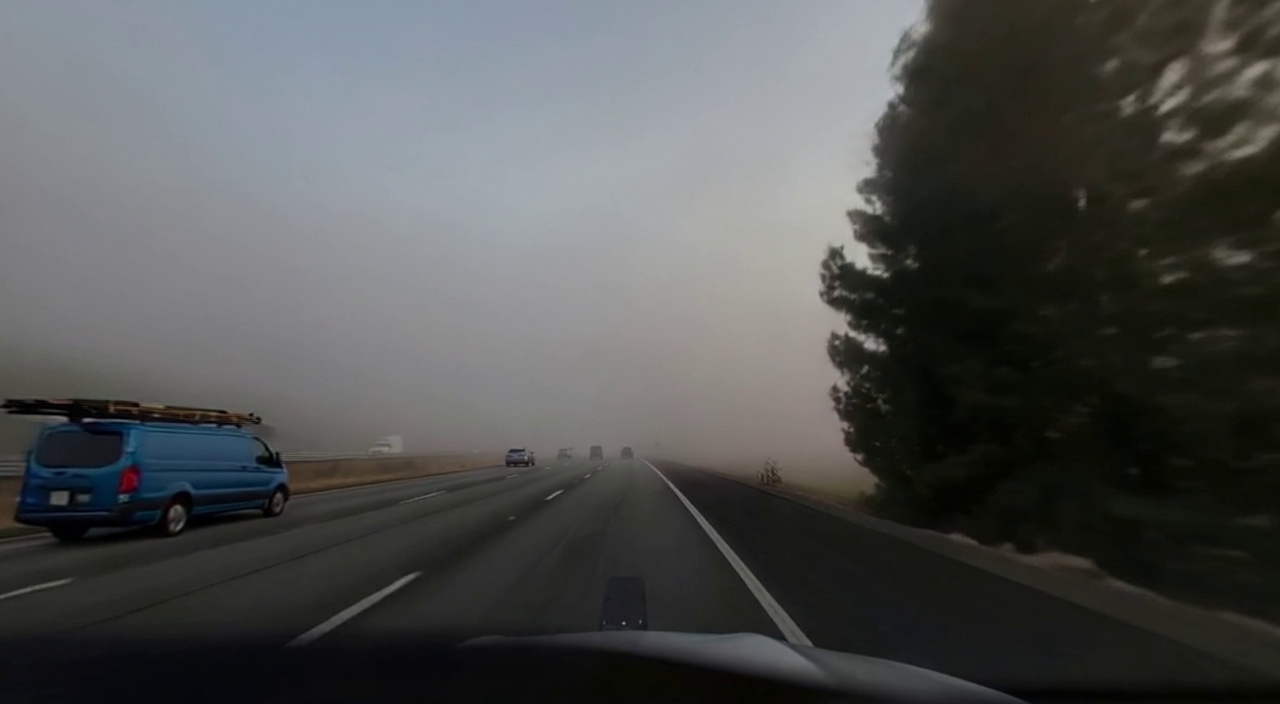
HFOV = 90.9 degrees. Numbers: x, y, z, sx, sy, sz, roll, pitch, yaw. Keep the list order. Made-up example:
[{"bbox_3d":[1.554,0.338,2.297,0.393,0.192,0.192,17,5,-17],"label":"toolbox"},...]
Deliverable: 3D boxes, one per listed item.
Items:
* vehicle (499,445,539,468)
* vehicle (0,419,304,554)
[{"bbox_3d":[-8.395,7.298,44.239,1.958,1.499,4.437,0,-9,0],"label":"vehicle"},{"bbox_3d":[-8.106,2.138,10.757,2.093,1.752,4.771,0,-9,0],"label":"vehicle"}]
